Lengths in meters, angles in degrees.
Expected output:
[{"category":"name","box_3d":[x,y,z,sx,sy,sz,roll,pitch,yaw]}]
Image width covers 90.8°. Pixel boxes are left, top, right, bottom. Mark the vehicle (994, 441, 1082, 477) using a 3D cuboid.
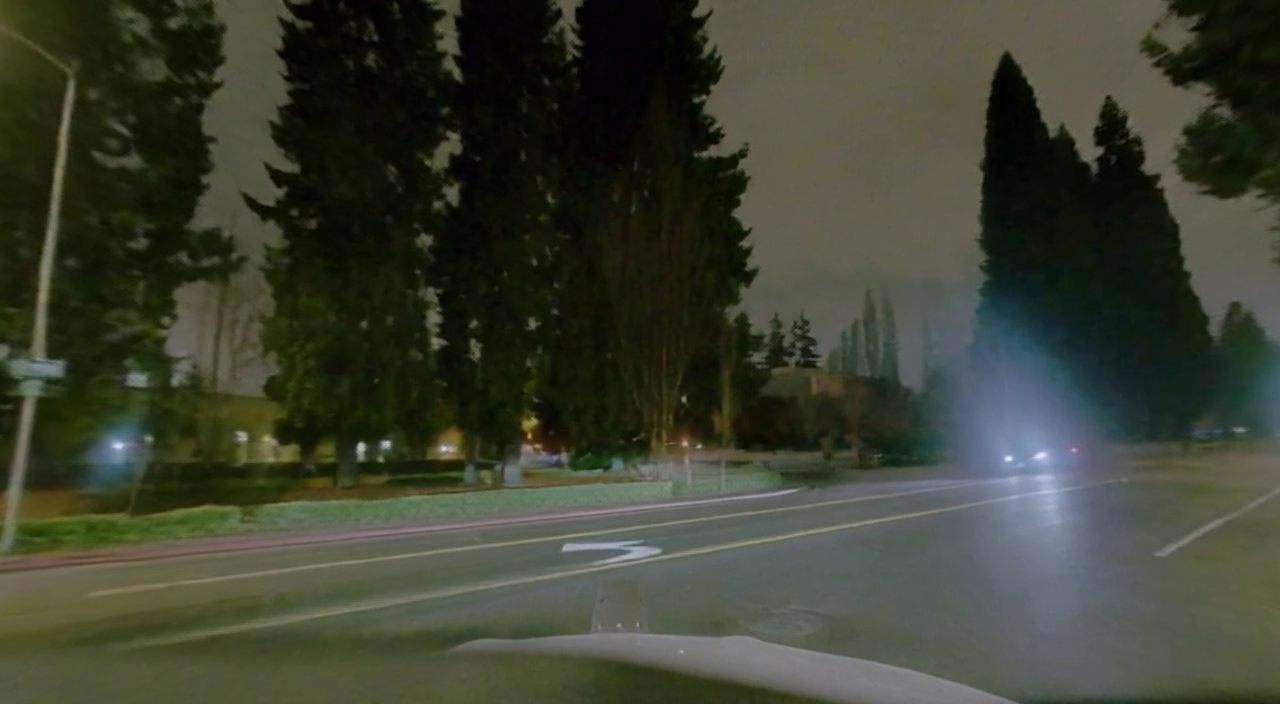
[{"category":"vehicle","box_3d":[17.839,4.766,28.267,4.433,1.465,1.926,7,-11,-39]}]
